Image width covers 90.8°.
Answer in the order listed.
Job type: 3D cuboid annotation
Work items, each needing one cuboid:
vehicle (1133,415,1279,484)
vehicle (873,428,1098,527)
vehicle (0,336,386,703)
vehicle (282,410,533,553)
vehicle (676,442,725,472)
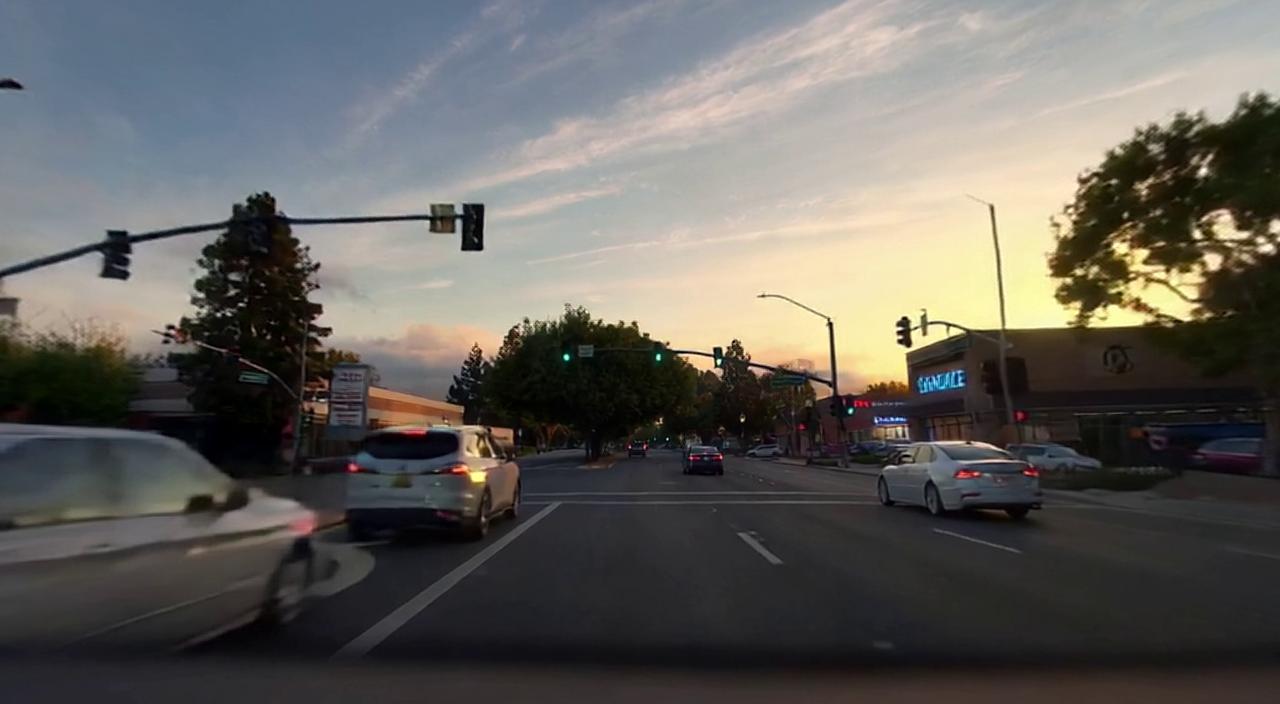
[{"bbox_3d":[19.963,3.307,21.645,6.595,2.059,2.513,5,-10,-32],"label":"vehicle"},{"bbox_3d":[6.763,2.487,13.146,2.002,1.651,4.647,0,-8,-1],"label":"vehicle"},{"bbox_3d":[-3.382,0.994,3.482,2.118,1.721,4.464,0,-8,0],"label":"vehicle"},{"bbox_3d":[-3.389,2.021,10.604,2.304,1.794,5.004,0,-8,0],"label":"vehicle"},{"bbox_3d":[3.215,5.665,34.306,2.099,1.463,4.365,0,-8,-2],"label":"vehicle"}]
